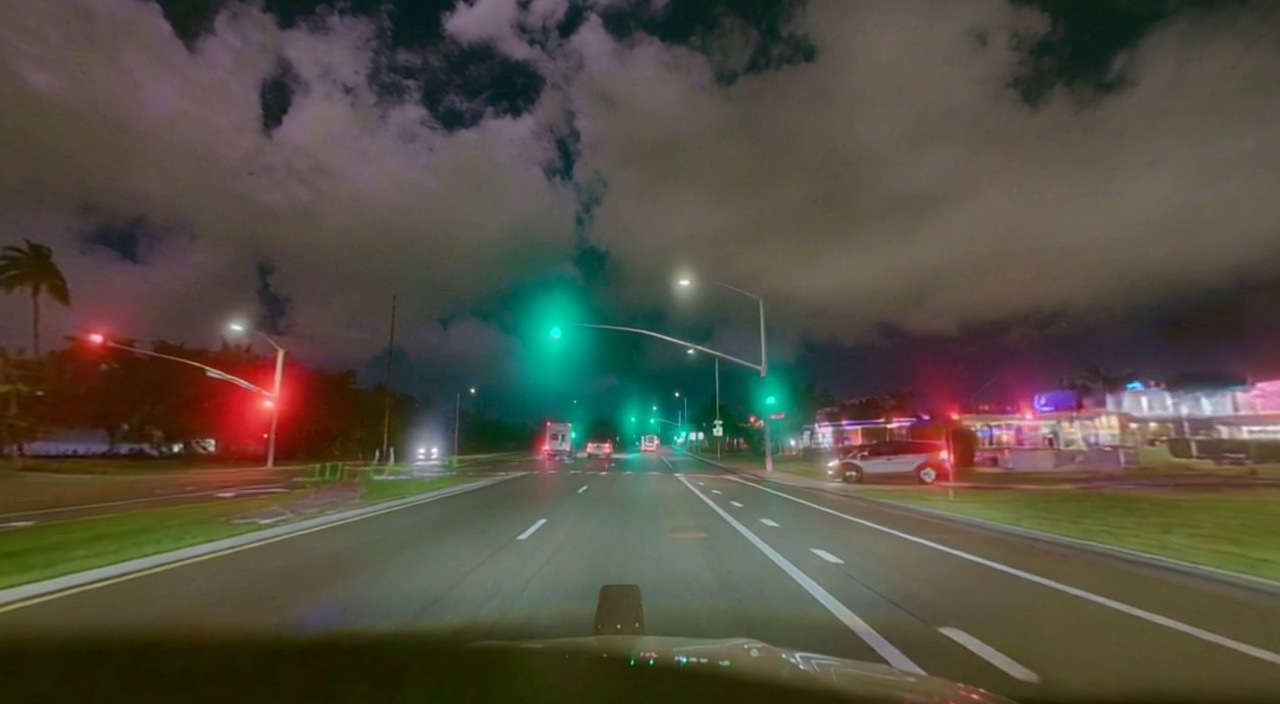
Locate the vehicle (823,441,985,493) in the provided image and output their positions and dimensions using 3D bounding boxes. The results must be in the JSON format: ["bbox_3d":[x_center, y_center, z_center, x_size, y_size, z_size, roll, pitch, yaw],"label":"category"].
[{"bbox_3d":[8.405,3.700,20.508,4.509,1.520,1.952,-1,-9,11],"label":"vehicle"}]

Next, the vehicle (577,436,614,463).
[{"bbox_3d":[-3.106,6.930,44.961,2.116,1.806,4.516,0,-9,2],"label":"vehicle"}]
